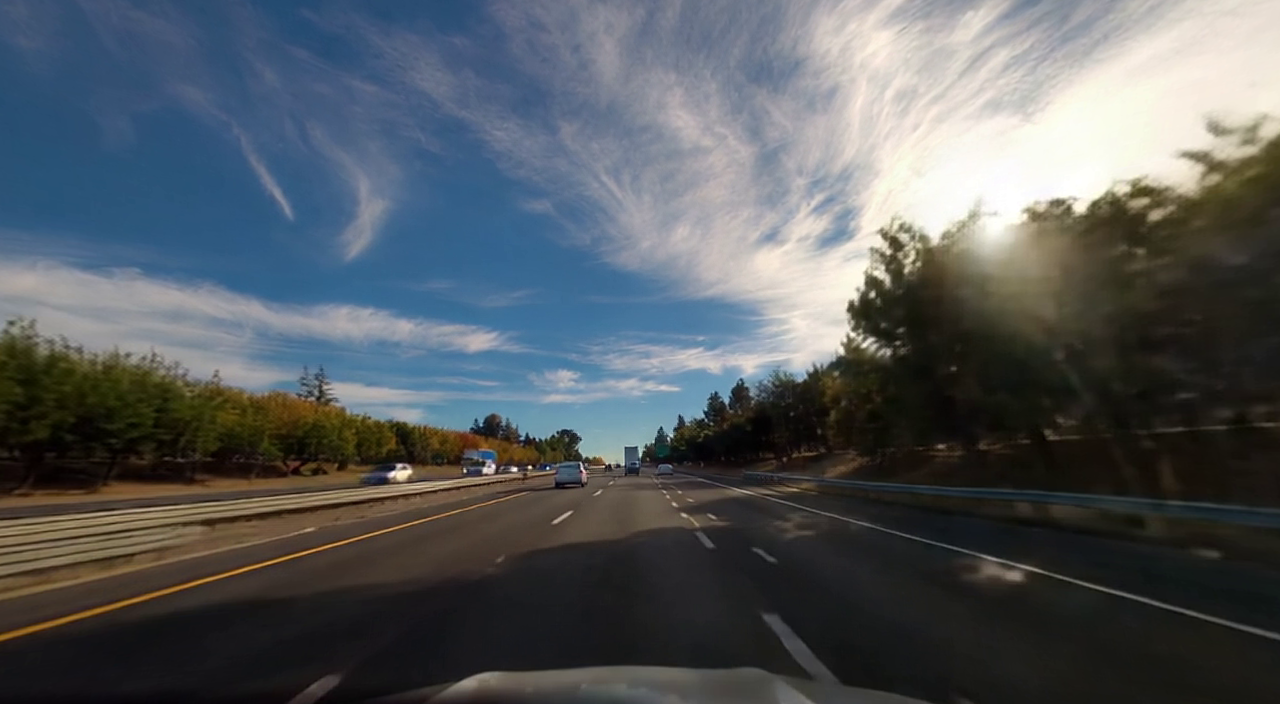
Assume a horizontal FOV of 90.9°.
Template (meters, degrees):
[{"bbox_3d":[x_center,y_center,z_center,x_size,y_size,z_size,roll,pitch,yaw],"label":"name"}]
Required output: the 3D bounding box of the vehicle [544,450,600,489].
[{"bbox_3d":[-3.506,6.220,33.381,2.390,1.879,4.423,1,-10,1],"label":"vehicle"}]

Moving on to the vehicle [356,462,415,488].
[{"bbox_3d":[-15.654,7.589,38.972,1.841,1.497,4.052,0,-10,1],"label":"vehicle"}]
